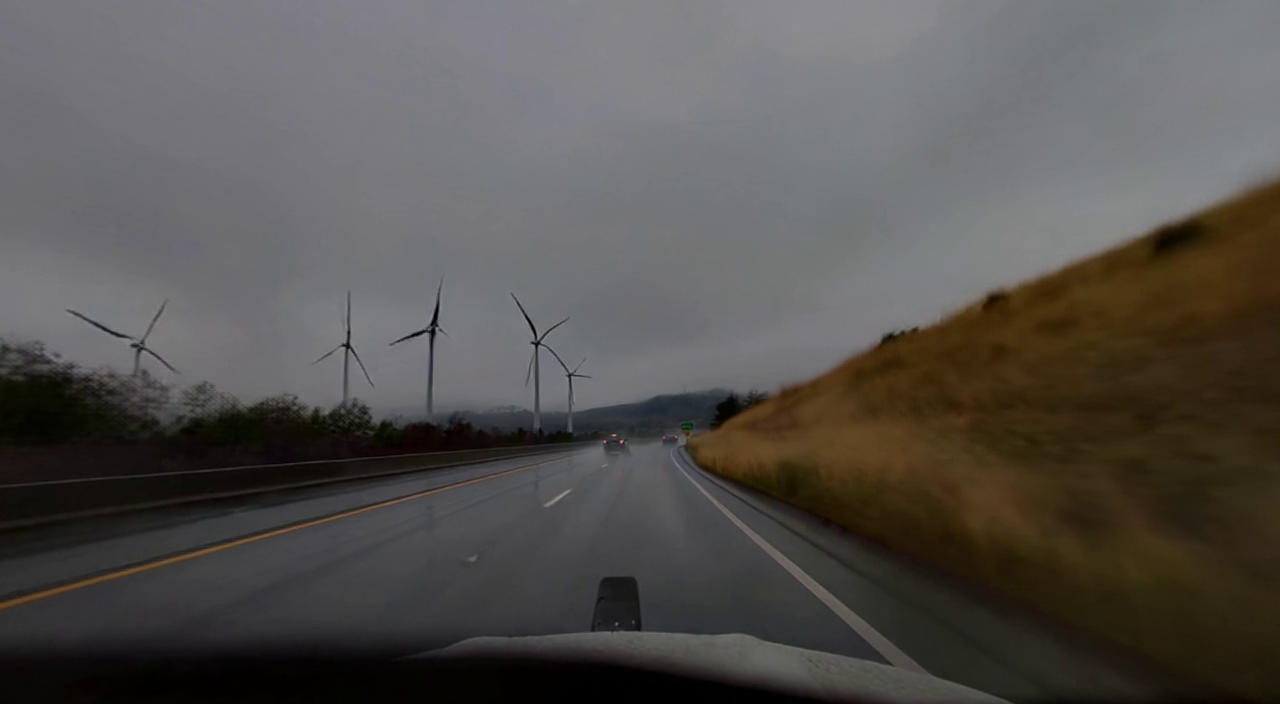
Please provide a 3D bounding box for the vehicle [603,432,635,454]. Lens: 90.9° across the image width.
[{"bbox_3d":[-1.610,7.108,49.173,2.123,1.629,4.180,0,-8,3],"label":"vehicle"}]
